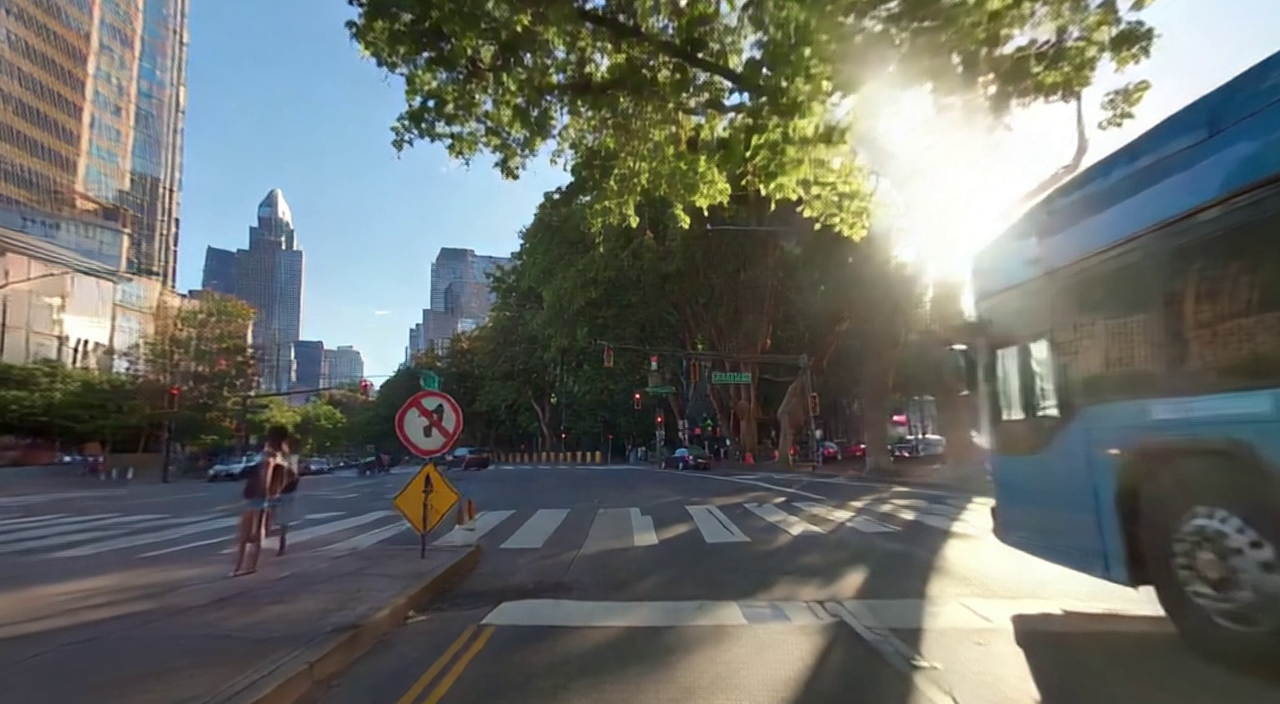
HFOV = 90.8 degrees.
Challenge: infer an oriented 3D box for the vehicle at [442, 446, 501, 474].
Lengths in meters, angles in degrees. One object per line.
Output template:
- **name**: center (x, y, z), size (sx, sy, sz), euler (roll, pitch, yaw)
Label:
- **vehicle**: center (-10.104, 6.368, 37.634), size (2.123, 1.544, 4.158), euler (5, -10, -33)

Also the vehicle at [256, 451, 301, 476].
- **vehicle**: center (-28.604, 8.759, 49.876), size (2.199, 1.838, 4.222), euler (7, -11, -40)
